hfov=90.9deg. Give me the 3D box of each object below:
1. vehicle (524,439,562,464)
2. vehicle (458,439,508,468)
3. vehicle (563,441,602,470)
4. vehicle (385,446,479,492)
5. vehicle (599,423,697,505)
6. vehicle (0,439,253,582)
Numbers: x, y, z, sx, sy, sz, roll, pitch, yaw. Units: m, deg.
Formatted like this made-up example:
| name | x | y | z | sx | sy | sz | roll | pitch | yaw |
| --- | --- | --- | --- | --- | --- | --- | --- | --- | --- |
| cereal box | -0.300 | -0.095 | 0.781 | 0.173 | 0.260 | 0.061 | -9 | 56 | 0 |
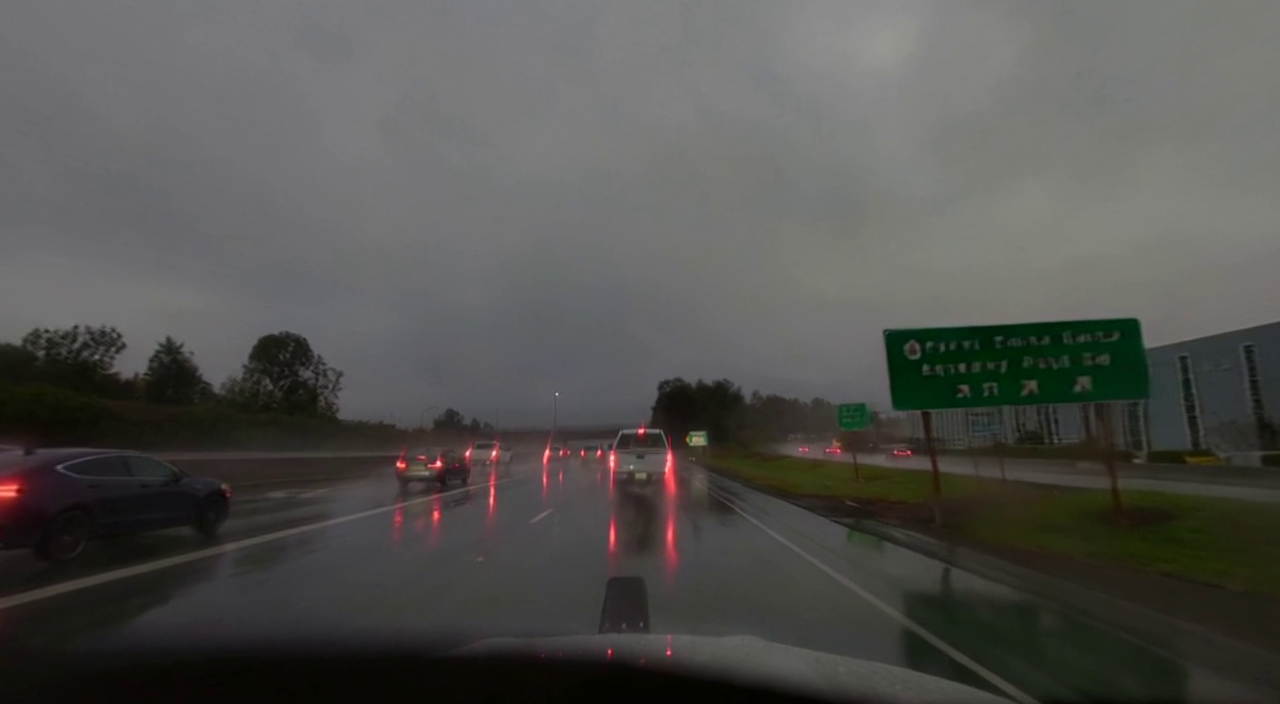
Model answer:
| name | x | y | z | sx | sy | sz | roll | pitch | yaw |
| --- | --- | --- | --- | --- | --- | --- | --- | --- | --- |
| vehicle | -7.455 | 7.713 | 48.963 | 2.106 | 1.816 | 4.936 | 0 | -9 | 0 |
| vehicle | -11.223 | 7.291 | 45.539 | 2.157 | 1.941 | 5.544 | 0 | -9 | 0 |
| vehicle | -3.414 | 6.256 | 38.297 | 1.952 | 1.649 | 4.131 | 0 | -9 | 1 |
| vehicle | -7.267 | 4.108 | 22.508 | 1.869 | 1.466 | 4.217 | 0 | -9 | 1 |
| vehicle | 0.182 | 2.774 | 15.948 | 2.152 | 1.779 | 3.924 | 0 | -9 | 0 |
| vehicle | -7.505 | 1.925 | 8.447 | 1.864 | 1.458 | 4.295 | 0 | -9 | 0 |
